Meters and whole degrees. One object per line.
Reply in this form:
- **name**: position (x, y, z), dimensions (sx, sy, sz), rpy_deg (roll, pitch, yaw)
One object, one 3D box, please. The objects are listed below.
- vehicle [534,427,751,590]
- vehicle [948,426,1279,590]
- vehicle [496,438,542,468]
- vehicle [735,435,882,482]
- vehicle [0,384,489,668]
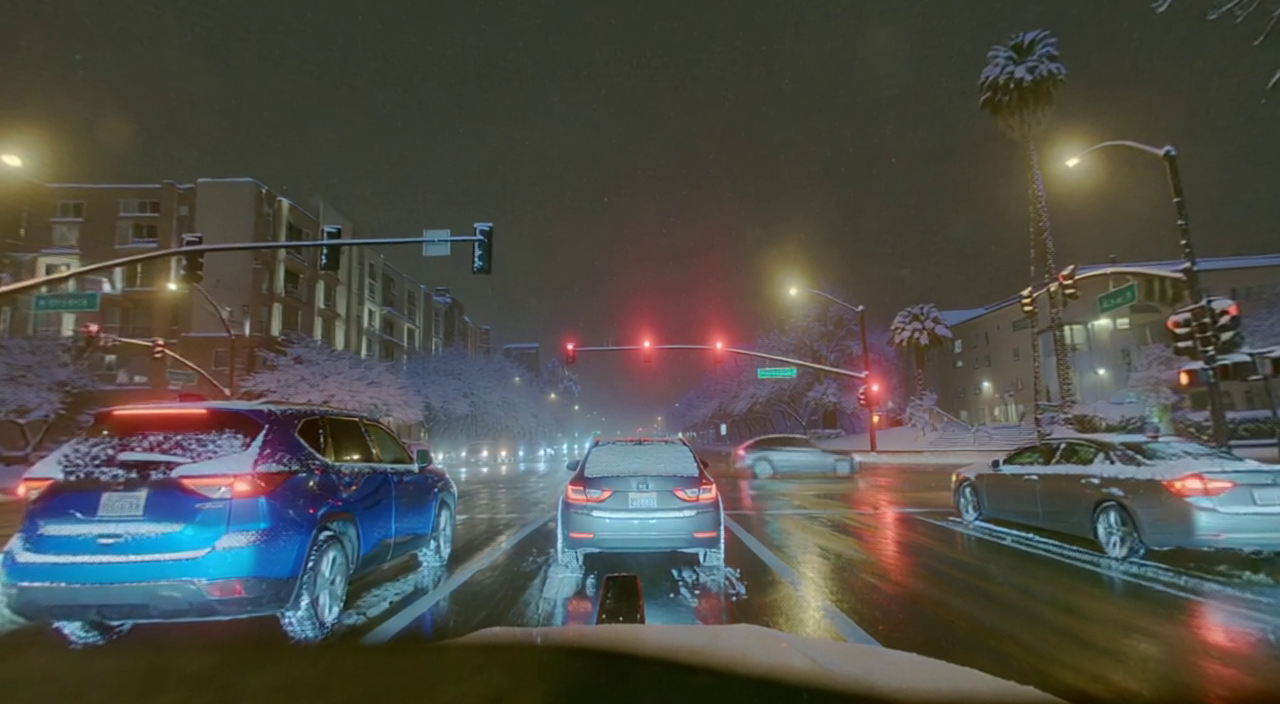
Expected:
- **vehicle**: position (-0.005, 1.702, 7.727), dimensions (1.942, 1.445, 3.973), rpy_deg (0, -8, -1)
- **vehicle**: position (6.093, 1.763, 8.105), dimensions (1.970, 1.489, 4.482), rpy_deg (0, -8, -1)
- **vehicle**: position (-7.962, 6.699, 42.013), dimensions (2.130, 1.810, 4.450), rpy_deg (-2, -8, 1)
- **vehicle**: position (5.994, 3.855, 22.955), dimensions (4.742, 1.605, 2.117), rpy_deg (0, -8, 0)
- **vehicle**: position (-3.104, 1.369, 6.097), dimensions (2.051, 1.682, 4.467), rpy_deg (0, -8, 2)
